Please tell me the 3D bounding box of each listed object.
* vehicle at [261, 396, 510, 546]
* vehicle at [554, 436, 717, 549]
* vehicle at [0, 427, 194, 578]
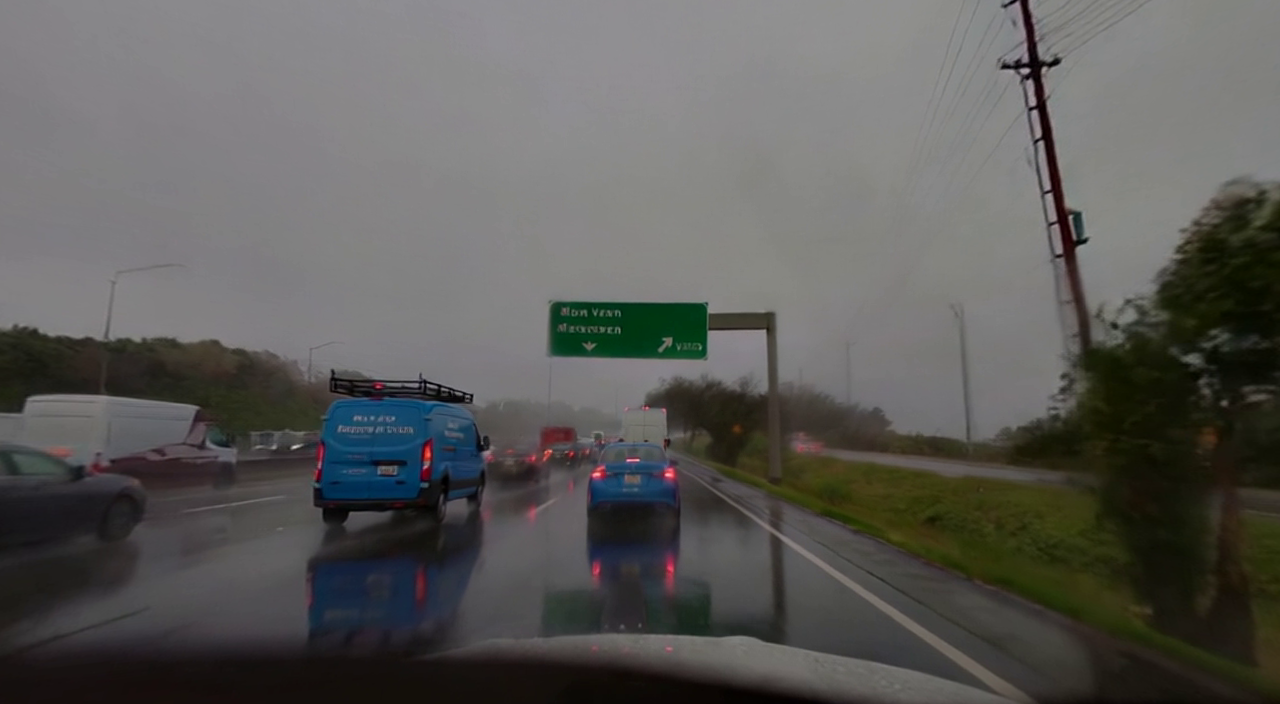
[{"bbox_3d":[-3.812,1.890,10.556,2.142,1.952,4.556,0,-8,2],"label":"vehicle"},{"bbox_3d":[-0.051,2.087,10.056,2.054,1.421,4.090,0,-8,0],"label":"vehicle"},{"bbox_3d":[-7.406,1.565,6.660,1.933,1.506,4.504,0,-8,1],"label":"vehicle"}]
